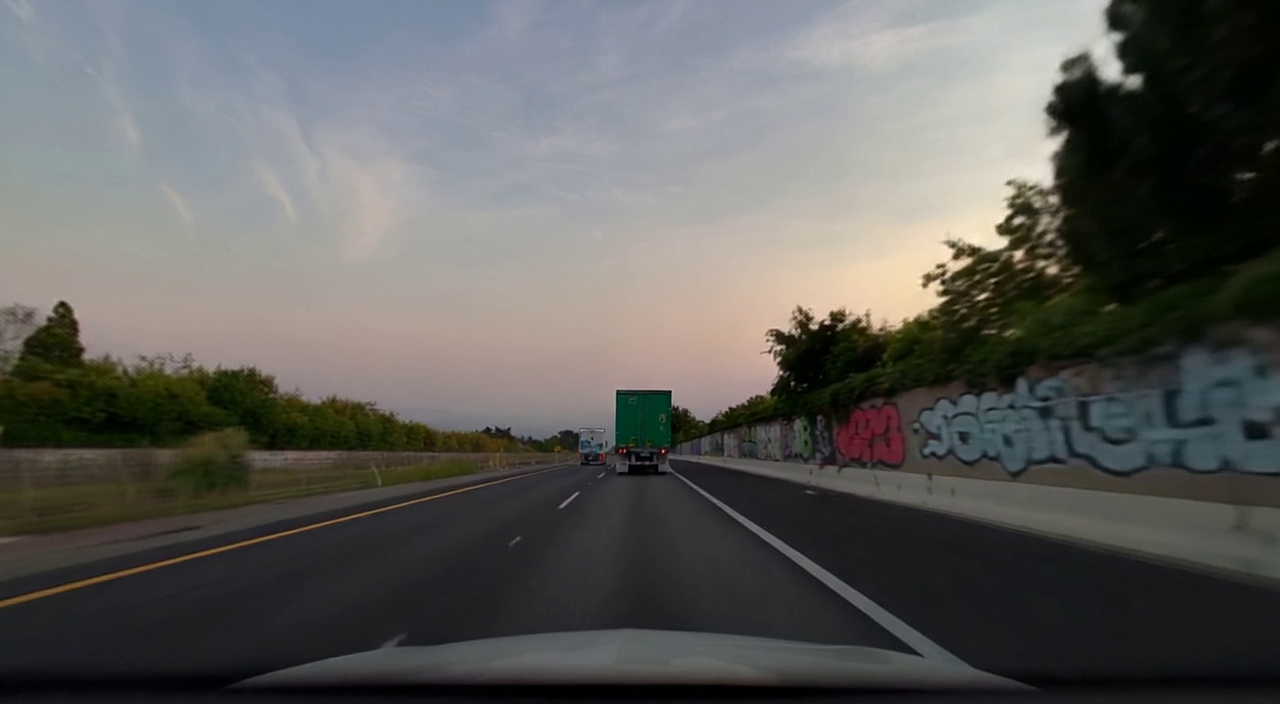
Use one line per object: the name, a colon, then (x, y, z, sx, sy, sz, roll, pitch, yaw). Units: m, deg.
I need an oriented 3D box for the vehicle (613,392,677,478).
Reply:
vehicle: (0.128, 4.600, 34.085, 2.900, 3.955, 10.151, 0, -9, -1)
